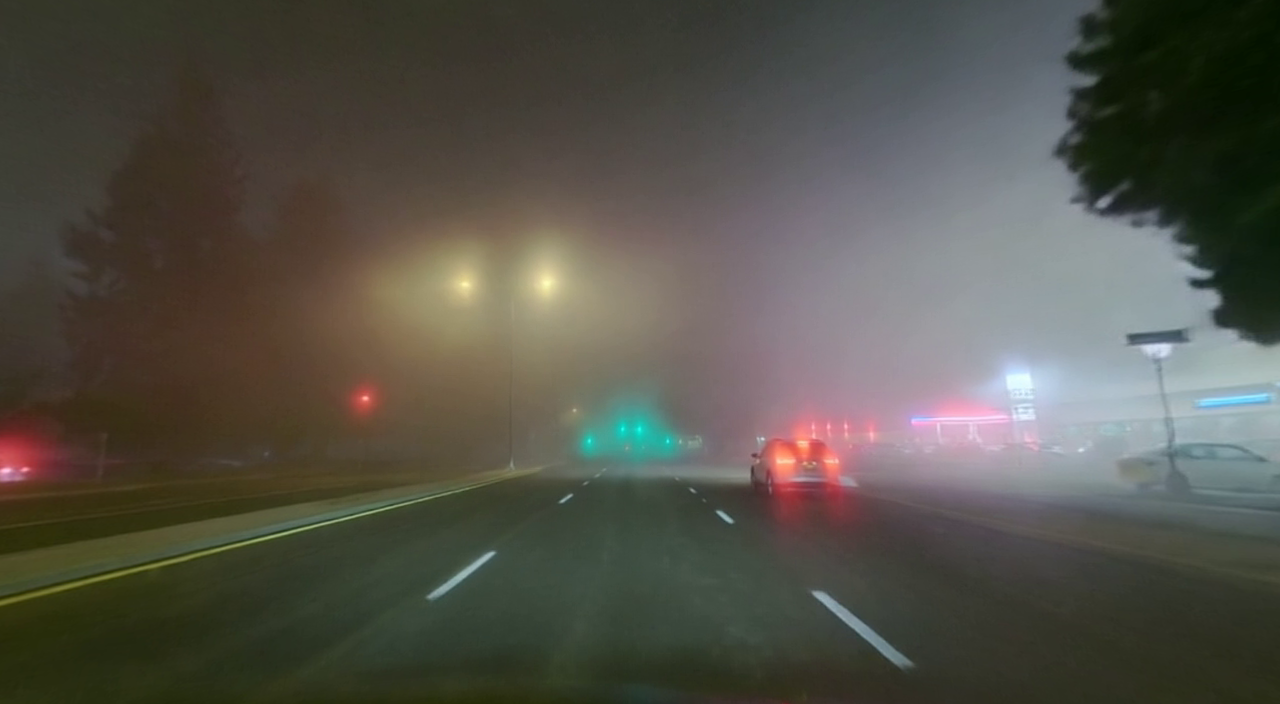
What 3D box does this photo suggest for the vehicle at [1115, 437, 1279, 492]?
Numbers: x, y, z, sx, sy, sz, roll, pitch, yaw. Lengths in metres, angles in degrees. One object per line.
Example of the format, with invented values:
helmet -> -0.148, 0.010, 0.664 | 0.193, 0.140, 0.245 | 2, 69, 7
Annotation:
vehicle -> 15.871, 3.155, 17.896 | 3.383, 1.393, 1.730 | 1, -8, 3

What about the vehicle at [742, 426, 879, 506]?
vehicle -> 4.449, 3.079, 17.530 | 2.245, 1.864, 5.076 | 0, -9, -2

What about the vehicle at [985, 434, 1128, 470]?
vehicle -> 23.287, 5.610, 35.551 | 6.404, 1.894, 2.275 | 0, -8, 0
